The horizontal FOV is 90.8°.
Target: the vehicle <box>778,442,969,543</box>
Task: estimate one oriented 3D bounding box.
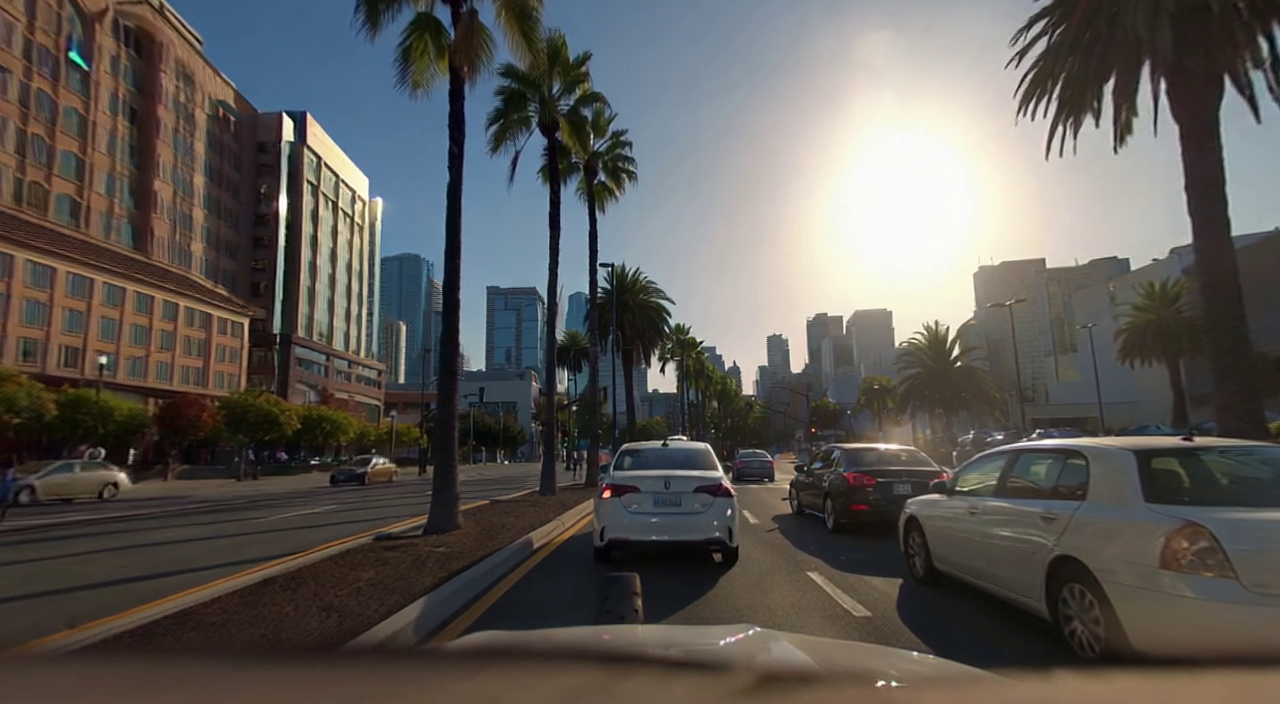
[{"bbox_3d":[3.968,2.434,11.663,1.920,1.490,4.417,0,-9,1],"label":"vehicle"}]

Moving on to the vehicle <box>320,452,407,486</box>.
[{"bbox_3d":[-14.634,6.187,33.754,2.078,1.662,4.436,-2,-9,9],"label":"vehicle"}]

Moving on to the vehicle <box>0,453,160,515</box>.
[{"bbox_3d":[-16.831,3.821,18.721,1.801,1.563,4.015,-1,-9,6],"label":"vehicle"}]

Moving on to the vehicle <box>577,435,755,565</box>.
[{"bbox_3d":[0.367,2.020,9.314,2.078,1.503,3.681,-1,-9,2],"label":"vehicle"}]

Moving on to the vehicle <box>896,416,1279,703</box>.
[{"bbox_3d":[3.645,1.290,4.500,1.913,1.469,4.425,-1,-9,2],"label":"vehicle"}]
